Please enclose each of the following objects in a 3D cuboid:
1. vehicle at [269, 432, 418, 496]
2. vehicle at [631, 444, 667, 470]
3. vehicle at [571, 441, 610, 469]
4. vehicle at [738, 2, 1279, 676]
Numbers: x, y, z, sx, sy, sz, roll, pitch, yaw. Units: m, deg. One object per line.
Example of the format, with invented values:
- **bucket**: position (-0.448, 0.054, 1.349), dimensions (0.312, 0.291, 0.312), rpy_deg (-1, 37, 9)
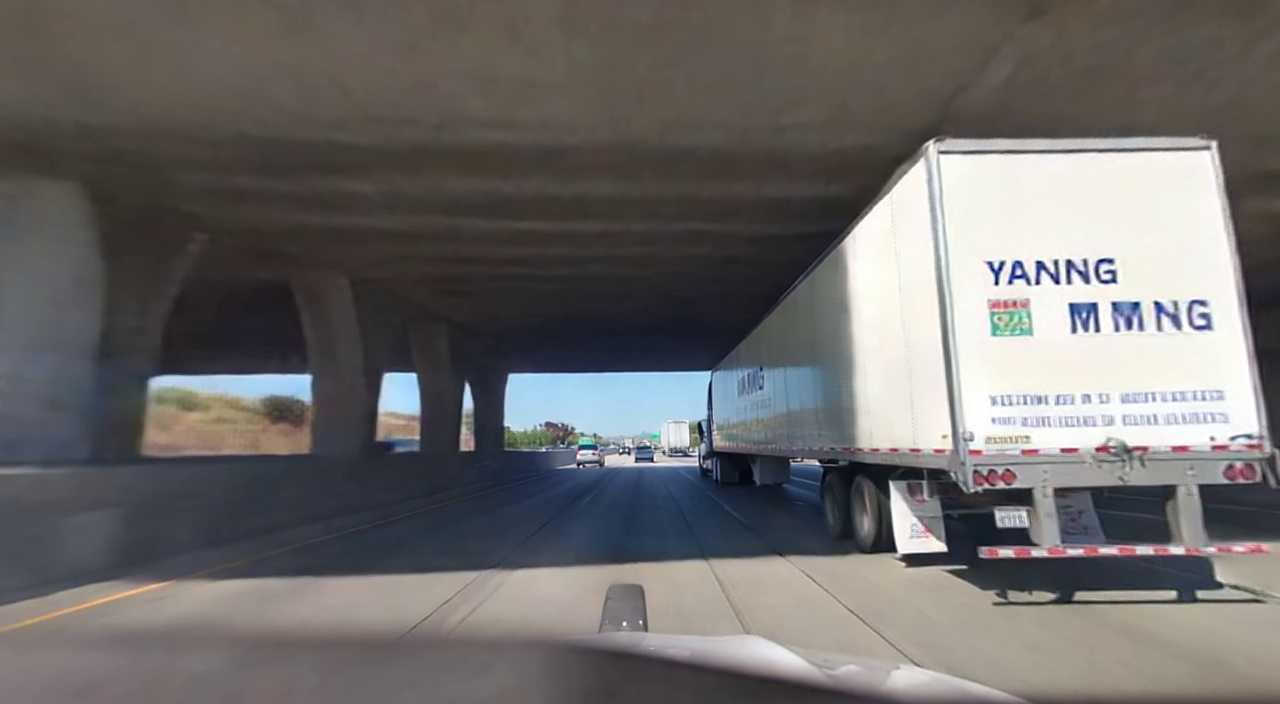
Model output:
- **vehicle**: position (-8.852, 3.398, 19.490), dimensions (2.076, 1.678, 5.116), rpy_deg (0, -9, 1)
- **vehicle**: position (0.496, 6.352, 38.228), dimensions (2.063, 1.469, 4.208), rpy_deg (0, -9, 0)
- **vehicle**: position (-3.108, 6.548, 40.262), dimensions (2.058, 1.711, 4.226), rpy_deg (-1, -9, 1)
- **vehicle**: position (3.950, 0.701, 9.973), dimensions (2.821, 4.077, 12.562), rpy_deg (0, -9, 0)
